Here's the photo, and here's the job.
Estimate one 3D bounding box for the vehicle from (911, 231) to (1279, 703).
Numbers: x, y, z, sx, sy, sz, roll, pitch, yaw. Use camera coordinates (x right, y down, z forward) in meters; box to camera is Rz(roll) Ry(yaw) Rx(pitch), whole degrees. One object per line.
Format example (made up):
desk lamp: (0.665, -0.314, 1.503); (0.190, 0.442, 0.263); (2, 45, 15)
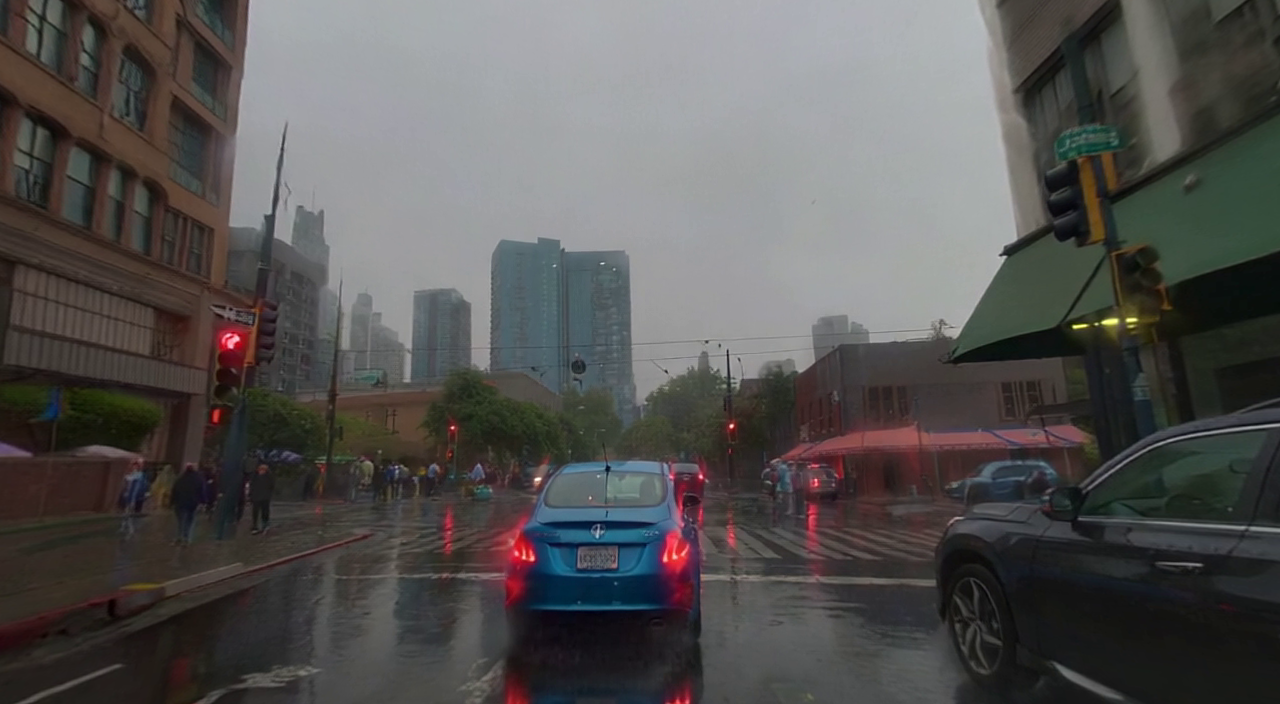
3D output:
vehicle: (3.213, 0.541, 1.236); (2.632, 1.979, 6.096); (0, -9, 0)

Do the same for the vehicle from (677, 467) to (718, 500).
vehicle: (3.482, 8.039, 38.856); (1.908, 1.741, 4.066); (0, -9, -3)

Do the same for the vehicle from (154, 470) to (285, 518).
vehicle: (-19.774, 6.662, 29.754); (4.750, 2.083, 2.002); (-1, -9, 3)

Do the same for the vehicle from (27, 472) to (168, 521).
vehicle: (-25.463, 6.771, 29.714); (4.588, 2.048, 2.110); (0, -9, 1)

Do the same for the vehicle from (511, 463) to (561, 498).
vehicle: (-6.347, 7.872, 39.013); (2.226, 1.896, 4.438); (-1, -9, 1)
